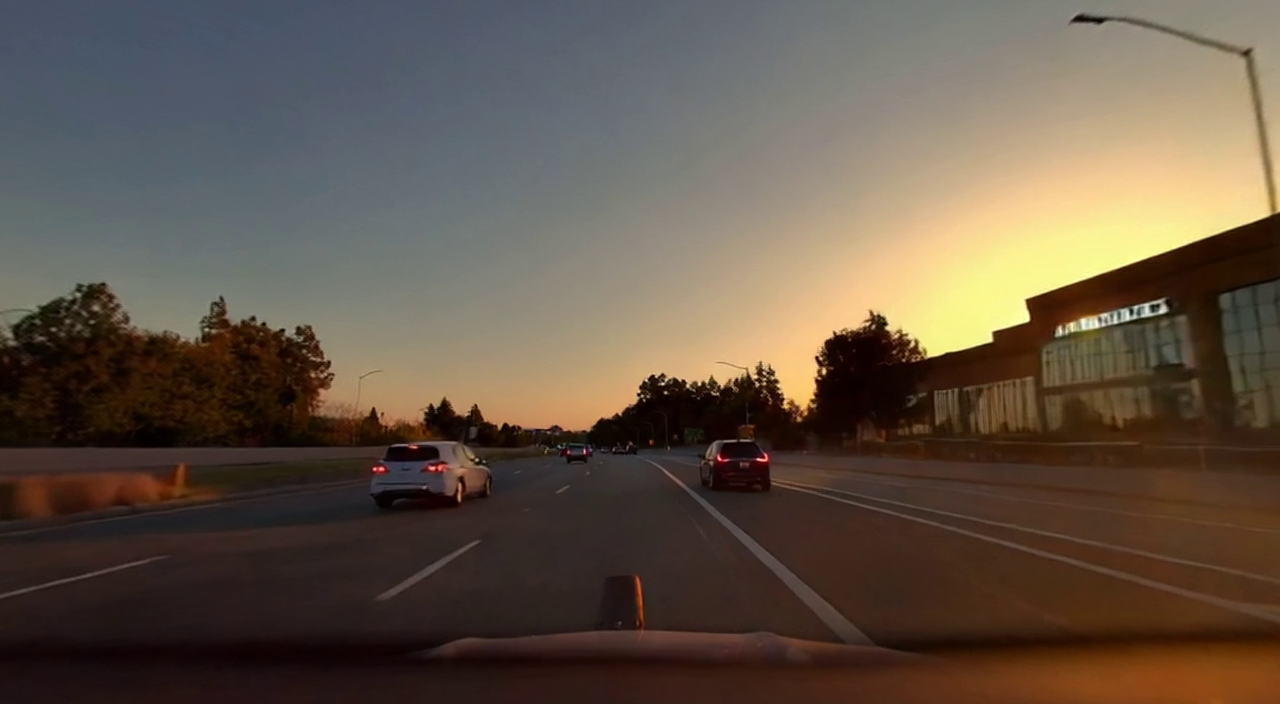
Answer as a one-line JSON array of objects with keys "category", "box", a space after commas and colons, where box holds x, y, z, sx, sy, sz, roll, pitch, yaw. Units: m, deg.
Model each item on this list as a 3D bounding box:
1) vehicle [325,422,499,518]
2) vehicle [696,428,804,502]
[{"category": "vehicle", "box": [-4.829, 2.573, 14.329, 2.176, 1.779, 4.755, 0, -8, 0]}, {"category": "vehicle", "box": [2.746, 2.929, 16.797, 1.997, 1.686, 4.247, 0, -8, -1]}]
